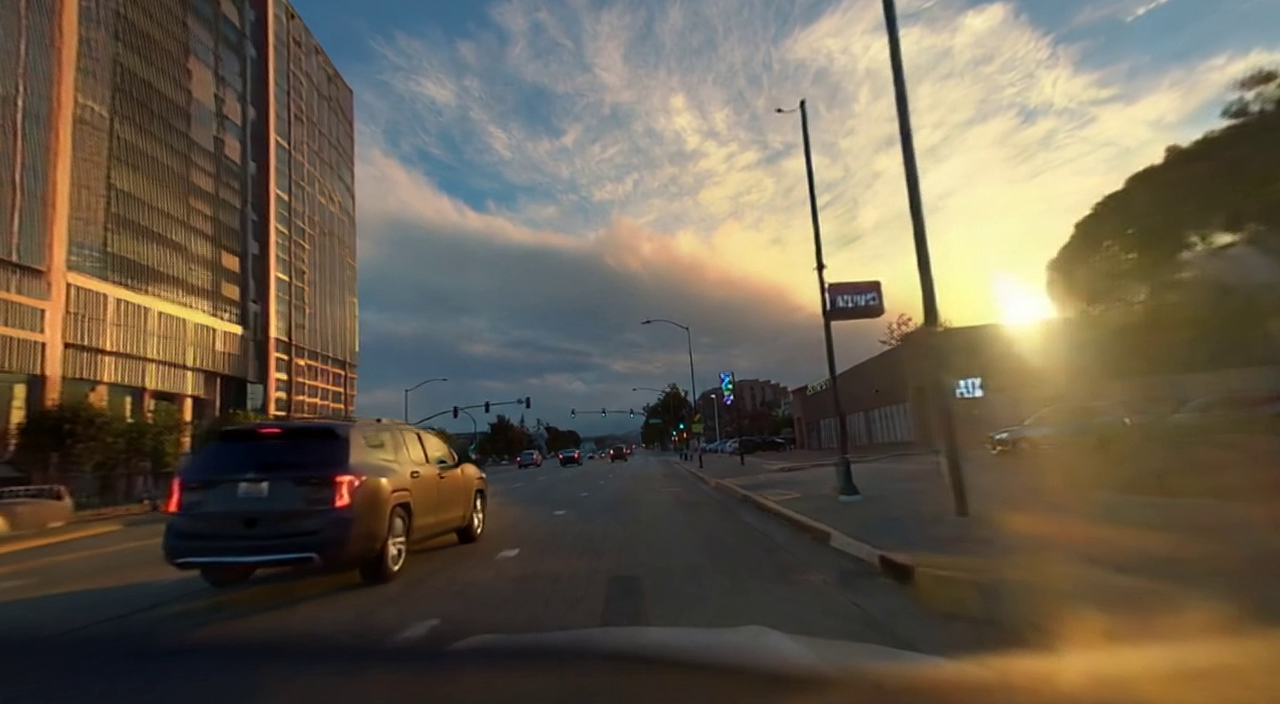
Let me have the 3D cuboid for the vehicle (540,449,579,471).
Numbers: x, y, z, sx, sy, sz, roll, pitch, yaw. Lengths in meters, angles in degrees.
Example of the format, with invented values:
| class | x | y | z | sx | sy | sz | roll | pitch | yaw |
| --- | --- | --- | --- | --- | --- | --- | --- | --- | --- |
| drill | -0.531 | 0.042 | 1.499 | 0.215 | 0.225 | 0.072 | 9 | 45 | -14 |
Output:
| class | x | y | z | sx | sy | sz | roll | pitch | yaw |
| --- | --- | --- | --- | --- | --- | --- | --- | --- | --- |
| vehicle | -5.725 | 7.717 | 45.322 | 2.030 | 1.488 | 4.650 | -1 | -9 | 2 |

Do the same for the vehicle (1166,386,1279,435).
| class | x | y | z | sx | sy | sz | roll | pitch | yaw |
| --- | --- | --- | --- | --- | --- | --- | --- | --- | --- |
| vehicle | 24.800 | 2.506 | 26.046 | 1.903 | 1.700 | 4.934 | 0 | -9 | 1 |

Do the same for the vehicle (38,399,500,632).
| class | x | y | z | sx | sy | sz | roll | pitch | yaw |
| --- | --- | --- | --- | --- | --- | --- | --- | --- | --- |
| vehicle | -3.372 | 1.611 | 7.301 | 2.277 | 1.743 | 4.893 | 0 | -9 | 1 |

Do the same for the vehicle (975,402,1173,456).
| class | x | y | z | sx | sy | sz | roll | pitch | yaw |
| --- | --- | --- | --- | --- | --- | --- | --- | --- | --- |
| vehicle | 13.229 | 2.403 | 19.446 | 4.573 | 1.532 | 1.983 | 0 | -9 | 1 |
